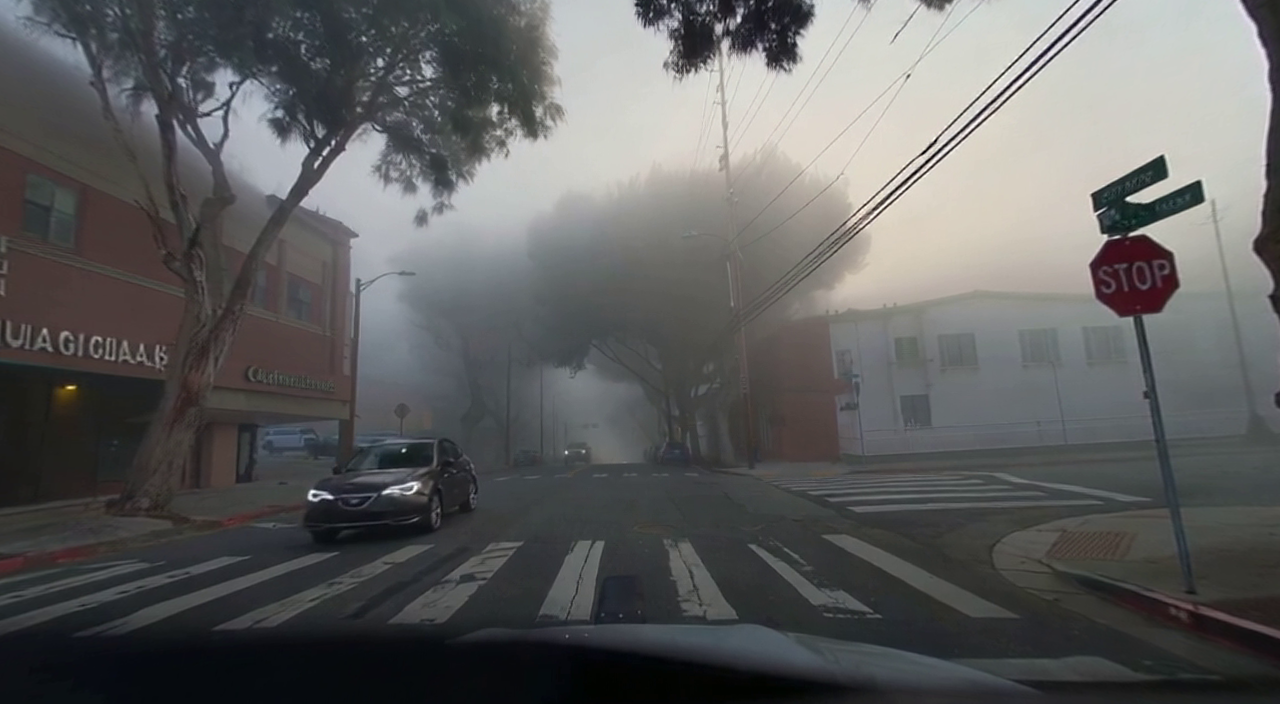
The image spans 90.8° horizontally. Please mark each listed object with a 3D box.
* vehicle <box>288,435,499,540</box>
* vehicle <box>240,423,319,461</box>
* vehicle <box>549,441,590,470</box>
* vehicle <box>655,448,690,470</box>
[{"bbox_3d":[-4.144,2.335,11.633,2.140,1.512,4.536,0,-8,-1],"label":"vehicle"},{"bbox_3d":[-28.130,7.065,49.660,2.249,2.760,6.636,0,-8,0],"label":"vehicle"},{"bbox_3d":[-4.994,7.433,45.504,2.495,1.966,4.846,0,-8,-1],"label":"vehicle"},{"bbox_3d":[2.098,6.982,41.424,1.877,1.373,3.854,0,-8,-4],"label":"vehicle"}]
